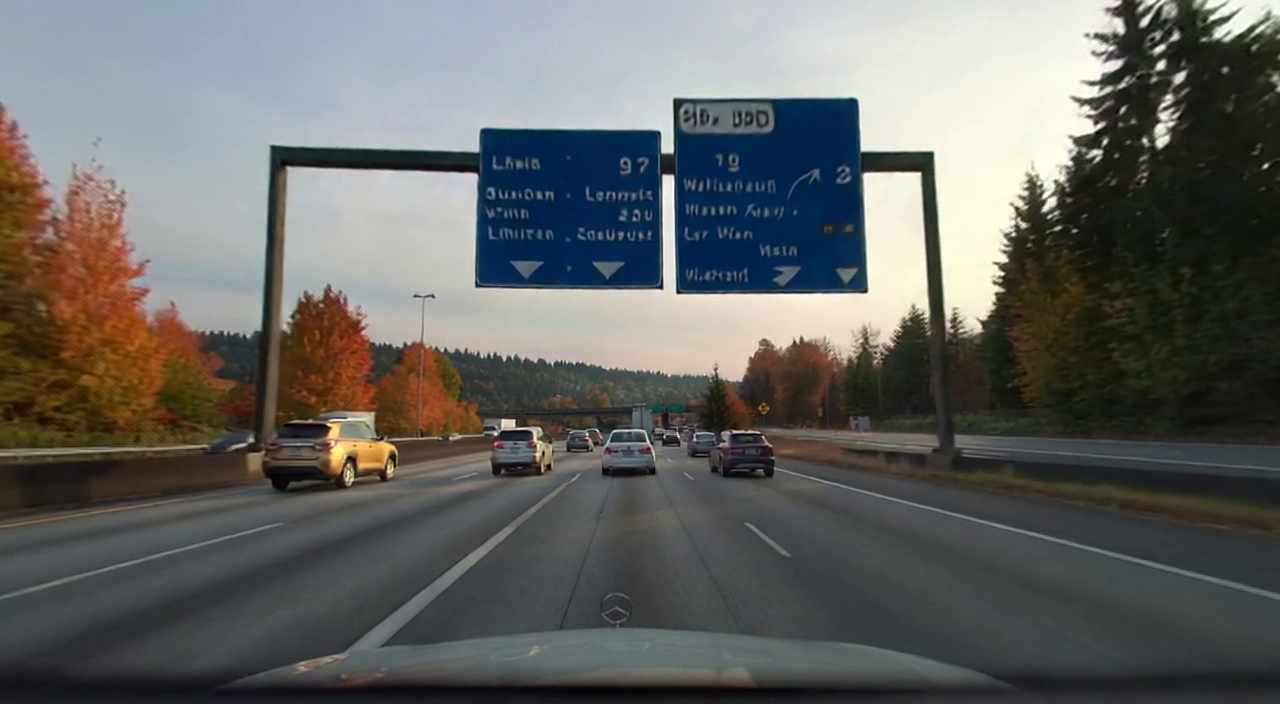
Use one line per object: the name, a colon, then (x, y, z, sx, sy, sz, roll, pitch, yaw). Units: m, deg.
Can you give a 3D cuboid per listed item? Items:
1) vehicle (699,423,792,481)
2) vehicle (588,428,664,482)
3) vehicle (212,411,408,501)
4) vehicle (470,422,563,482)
vehicle: (3.235, 3.153, 20.226, 2.095, 1.650, 4.331, 0, -8, -2)
vehicle: (-0.394, 3.158, 19.670, 2.111, 1.494, 4.364, 0, -8, 0)
vehicle: (-7.540, 2.418, 15.093, 2.117, 1.779, 4.745, 0, -8, 0)
vehicle: (-3.785, 3.130, 20.042, 2.064, 1.672, 4.277, 0, -8, 0)
